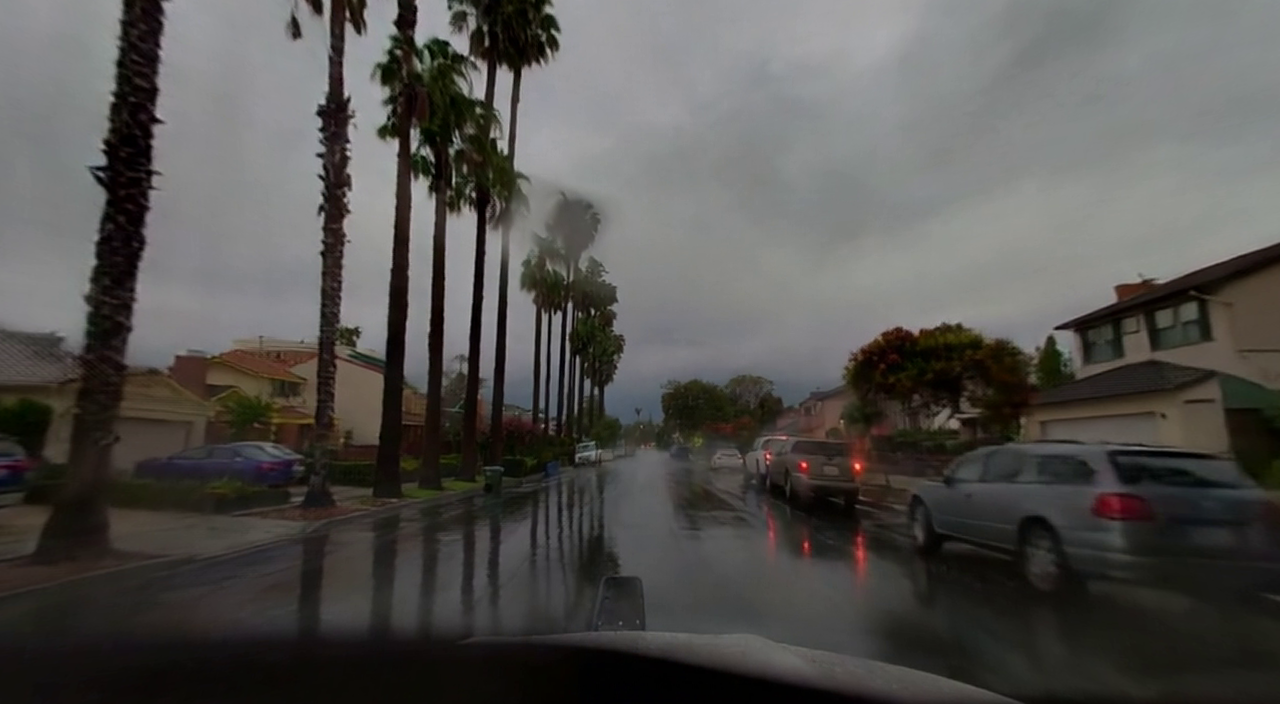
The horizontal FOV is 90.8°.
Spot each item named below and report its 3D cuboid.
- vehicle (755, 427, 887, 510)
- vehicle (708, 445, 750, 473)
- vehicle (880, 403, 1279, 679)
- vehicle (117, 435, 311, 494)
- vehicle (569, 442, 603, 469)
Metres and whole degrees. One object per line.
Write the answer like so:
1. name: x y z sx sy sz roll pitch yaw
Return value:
1. vehicle: 4.525 3.002 16.770 2.166 1.766 5.186 1 -9 2
2. vehicle: 5.344 6.490 38.500 2.056 1.464 4.493 3 -9 2
3. vehicle: 4.373 1.588 6.507 1.971 1.663 5.076 3 -9 2
4. vehicle: -12.837 3.386 19.257 4.448 1.679 1.972 0 -9 2
5. vehicle: -3.973 7.719 47.316 2.149 1.877 5.082 -2 -9 -1
